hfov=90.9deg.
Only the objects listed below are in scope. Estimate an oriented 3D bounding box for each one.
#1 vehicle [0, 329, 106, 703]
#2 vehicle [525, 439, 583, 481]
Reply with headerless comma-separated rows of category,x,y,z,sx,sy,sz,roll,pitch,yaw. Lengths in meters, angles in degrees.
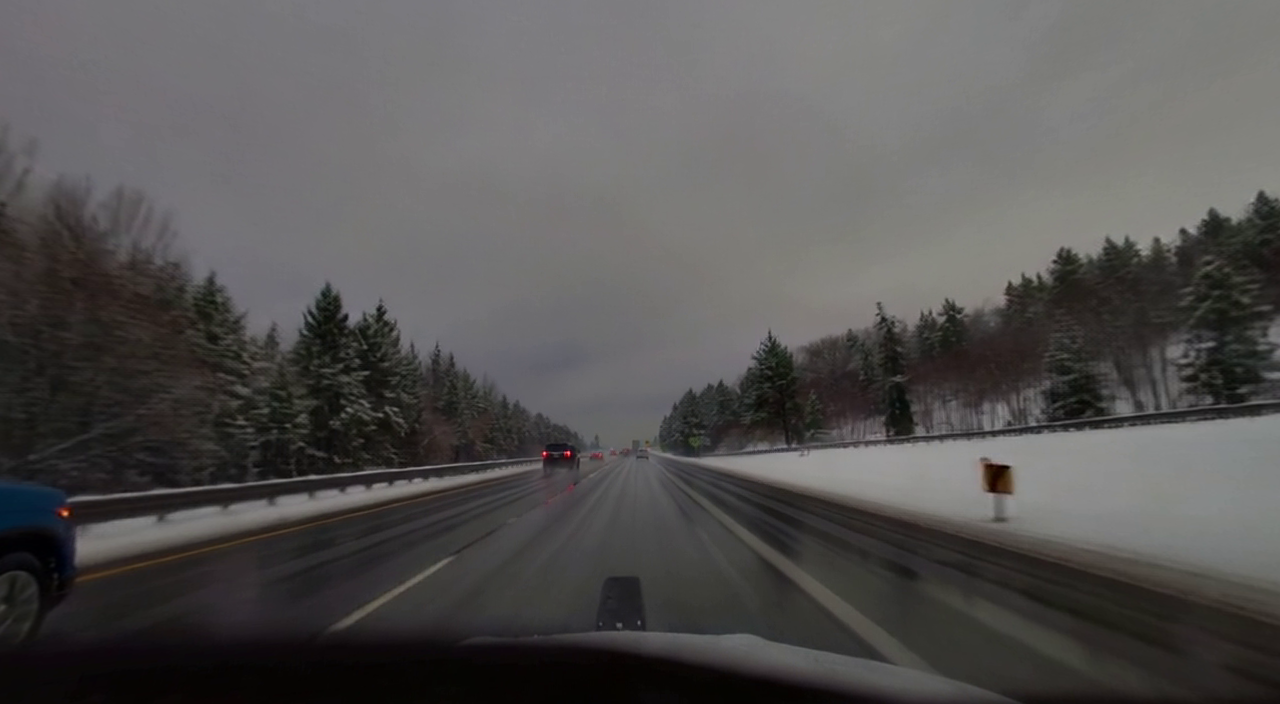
vehicle,-4.408,0.584,1.487,2.102,1.941,4.703,0,-9,0
vehicle,-3.931,5.024,29.575,2.056,1.811,4.202,0,-9,1
